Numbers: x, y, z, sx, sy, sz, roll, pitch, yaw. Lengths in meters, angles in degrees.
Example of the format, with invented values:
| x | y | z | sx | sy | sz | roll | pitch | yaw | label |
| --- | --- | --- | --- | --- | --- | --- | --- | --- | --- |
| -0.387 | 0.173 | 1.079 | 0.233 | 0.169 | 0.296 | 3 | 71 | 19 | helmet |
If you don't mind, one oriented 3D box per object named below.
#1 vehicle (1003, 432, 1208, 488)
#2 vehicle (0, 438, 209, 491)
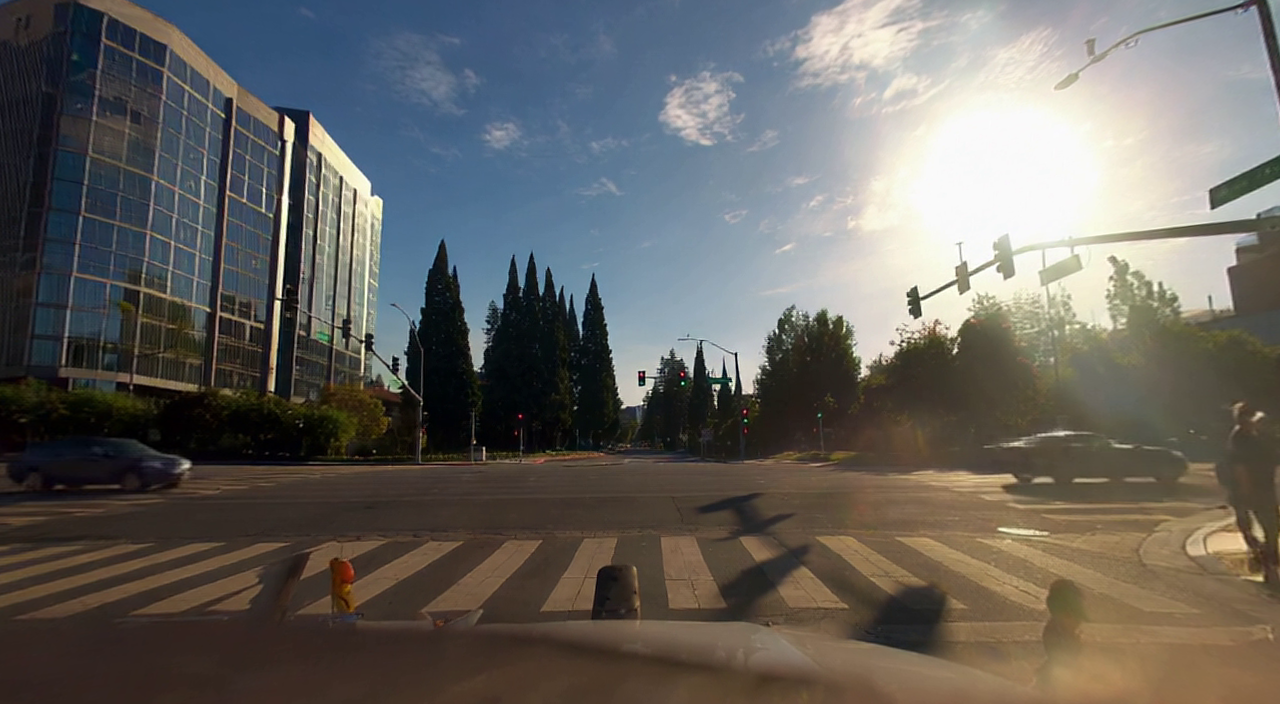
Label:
| x | y | z | sx | sy | sz | roll | pitch | yaw | label |
| --- | --- | --- | --- | --- | --- | --- | --- | --- | --- |
| 13.634 | 3.176 | 18.732 | 4.502 | 1.512 | 1.917 | 0 | -9 | 0 | vehicle |
| -16.045 | 3.358 | 19.029 | 4.698 | 1.466 | 1.883 | 0 | -9 | 1 | vehicle |
